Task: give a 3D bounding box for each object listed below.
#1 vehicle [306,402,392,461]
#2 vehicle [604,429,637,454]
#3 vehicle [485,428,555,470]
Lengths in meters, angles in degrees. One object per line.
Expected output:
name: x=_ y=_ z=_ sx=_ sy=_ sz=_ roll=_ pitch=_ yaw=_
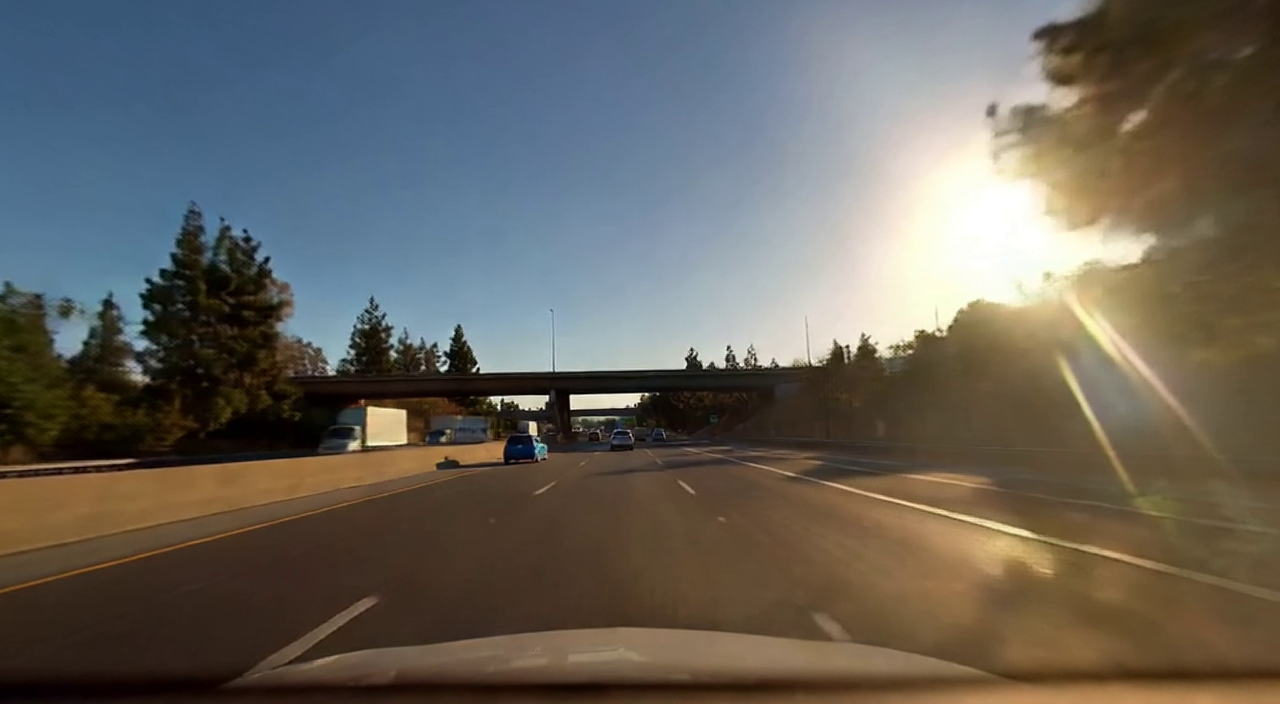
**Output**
vehicle: x=-20.892 y=5.786 z=45.629 sx=3.146 sy=3.920 sz=6.327 roll=1 pitch=-7 yaw=-1
vehicle: x=-1.258 y=6.030 z=42.467 sx=2.116 sy=1.625 sz=4.004 roll=0 pitch=-8 yaw=0
vehicle: x=-4.797 y=3.945 z=25.836 sx=2.017 sy=1.537 sz=4.496 roll=0 pitch=-8 yaw=0
